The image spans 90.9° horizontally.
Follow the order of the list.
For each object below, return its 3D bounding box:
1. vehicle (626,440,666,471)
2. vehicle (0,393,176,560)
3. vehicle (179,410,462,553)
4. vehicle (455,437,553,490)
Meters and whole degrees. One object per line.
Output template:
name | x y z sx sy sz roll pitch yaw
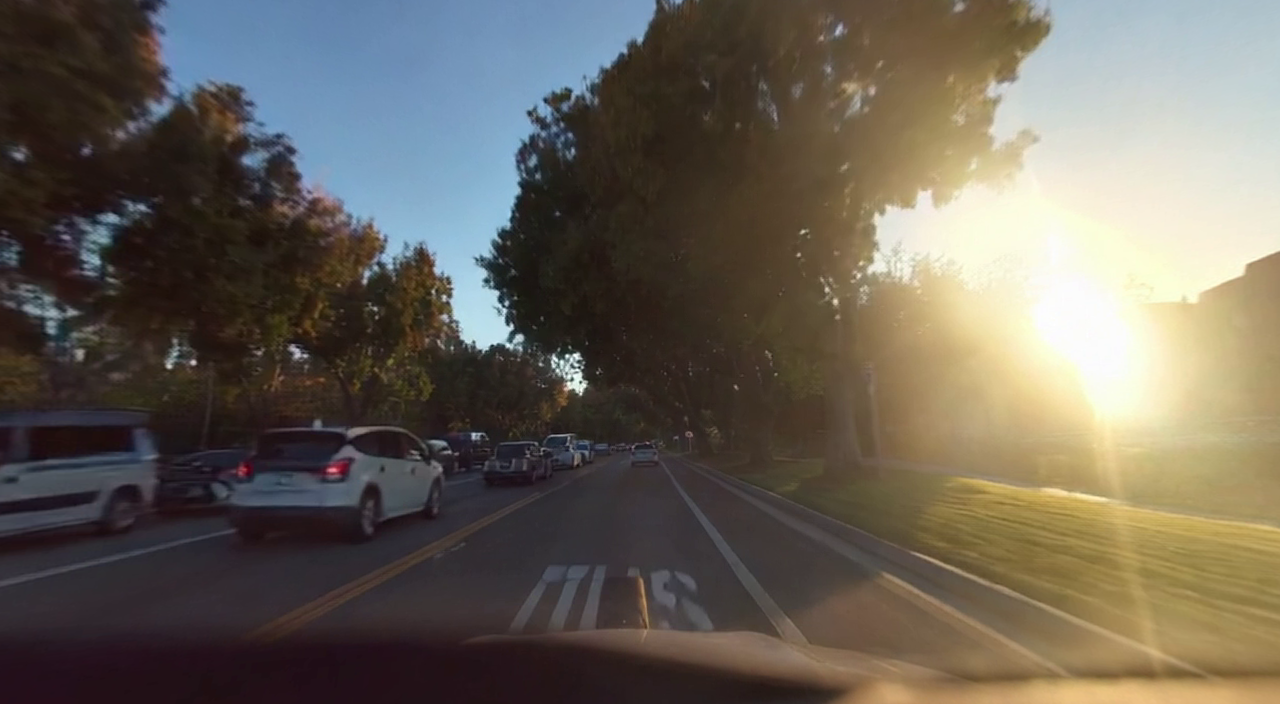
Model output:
vehicle | 0.312 5.206 31.880 1.875 1.453 3.888 -1 -8 0
vehicle | -8.060 1.489 7.222 2.062 1.820 4.577 -5 -8 1
vehicle | -4.560 1.919 10.025 2.042 1.713 4.493 -1 -8 1
vehicle | -4.168 3.497 20.149 2.121 1.485 4.363 -1 -8 1
